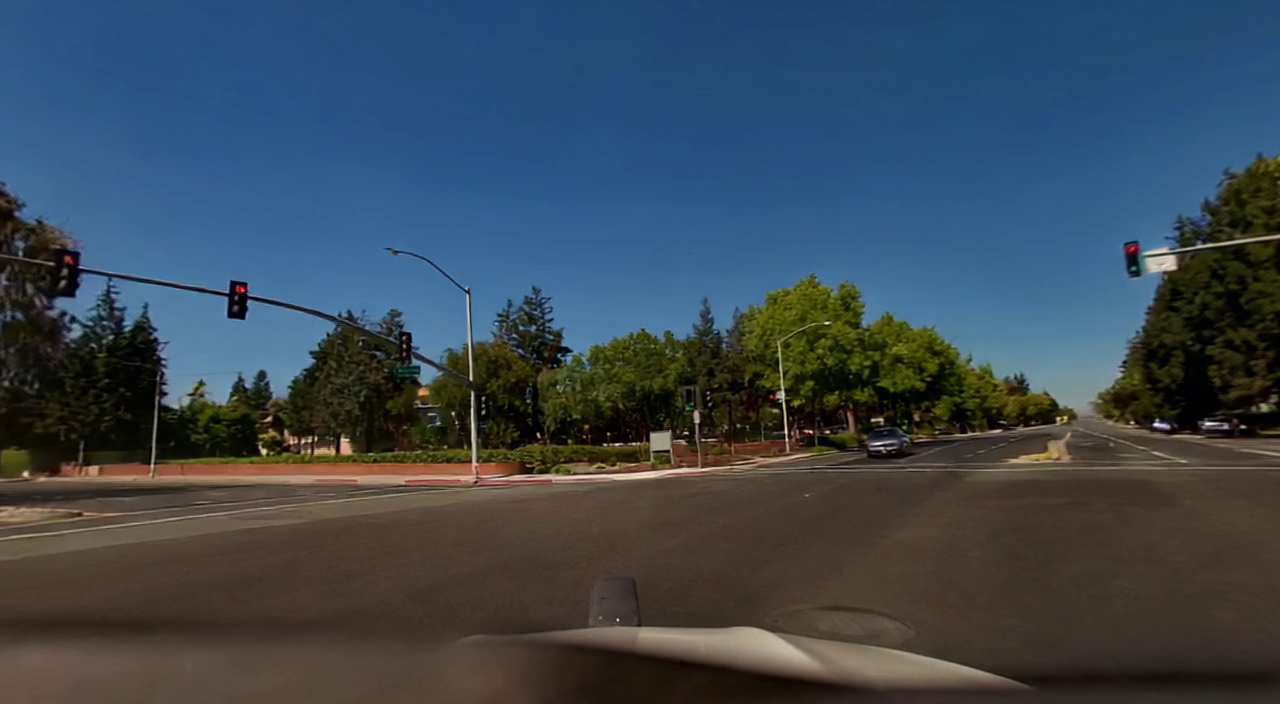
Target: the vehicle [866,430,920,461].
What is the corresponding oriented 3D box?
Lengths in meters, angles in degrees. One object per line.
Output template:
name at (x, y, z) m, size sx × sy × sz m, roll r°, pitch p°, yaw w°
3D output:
vehicle at (14.266, 5.264, 35.487) m, size 1.997 × 1.577 × 4.719 m, roll -5°, pitch -10°, yaw 31°
